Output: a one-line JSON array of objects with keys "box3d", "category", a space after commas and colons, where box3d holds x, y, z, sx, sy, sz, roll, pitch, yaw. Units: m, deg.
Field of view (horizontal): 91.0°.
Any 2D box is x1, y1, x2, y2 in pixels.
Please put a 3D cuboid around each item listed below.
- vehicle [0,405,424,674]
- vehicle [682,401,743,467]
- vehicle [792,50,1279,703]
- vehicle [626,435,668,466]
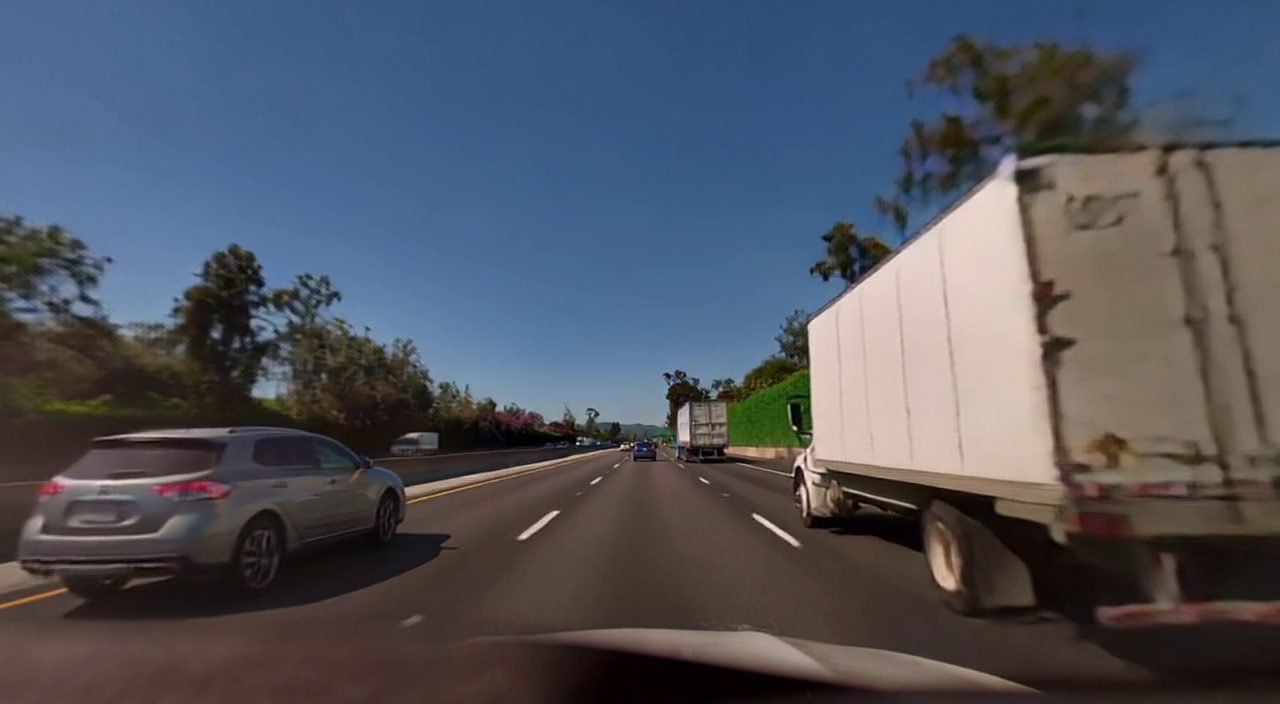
[{"box3d": [-3.682, 1.347, 5.646, 1.988, 1.488, 4.113, 0, -8, 1], "category": "vehicle"}, {"box3d": [5.098, 6.216, 47.207, 3.117, 4.150, 13.929, 0, -8, 1], "category": "vehicle"}, {"box3d": [4.097, 0.648, 7.220, 2.742, 3.383, 8.285, 0, -8, 1], "category": "vehicle"}, {"box3d": [0.431, 5.998, 38.434, 2.389, 1.760, 4.473, 0, -8, 0], "category": "vehicle"}]
